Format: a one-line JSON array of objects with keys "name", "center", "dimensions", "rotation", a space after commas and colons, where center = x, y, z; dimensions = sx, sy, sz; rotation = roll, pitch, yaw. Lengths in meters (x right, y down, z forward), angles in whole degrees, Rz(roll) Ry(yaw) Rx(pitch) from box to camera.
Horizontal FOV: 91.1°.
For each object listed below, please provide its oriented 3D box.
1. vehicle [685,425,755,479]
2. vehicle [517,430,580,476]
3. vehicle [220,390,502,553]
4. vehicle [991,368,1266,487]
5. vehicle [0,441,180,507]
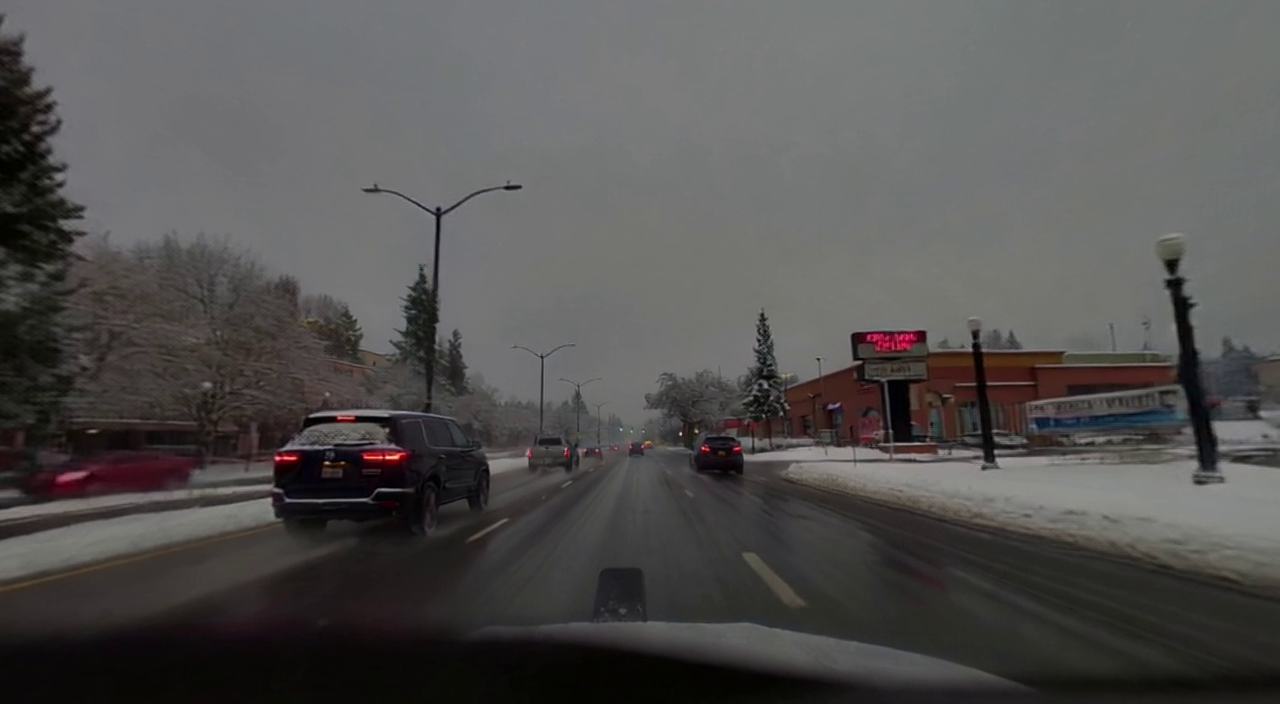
[{"name": "vehicle", "center": [3.043, 3.917, 24.859], "dimensions": [2.024, 1.921, 4.431], "rotation": [0, -8, -2]}, {"name": "vehicle", "center": [-3.823, 4.309, 27.006], "dimensions": [2.014, 1.775, 4.404], "rotation": [0, -8, 0]}, {"name": "vehicle", "center": [-3.863, 1.761, 9.948], "dimensions": [2.210, 1.925, 4.838], "rotation": [0, -8, 0]}, {"name": "vehicle", "center": [15.757, 2.647, 21.500], "dimensions": [2.642, 3.252, 8.515], "rotation": [0, -8, 1]}, {"name": "vehicle", "center": [-16.456, 3.524, 18.759], "dimensions": [2.009, 1.702, 4.411], "rotation": [0, -8, 0]}]
